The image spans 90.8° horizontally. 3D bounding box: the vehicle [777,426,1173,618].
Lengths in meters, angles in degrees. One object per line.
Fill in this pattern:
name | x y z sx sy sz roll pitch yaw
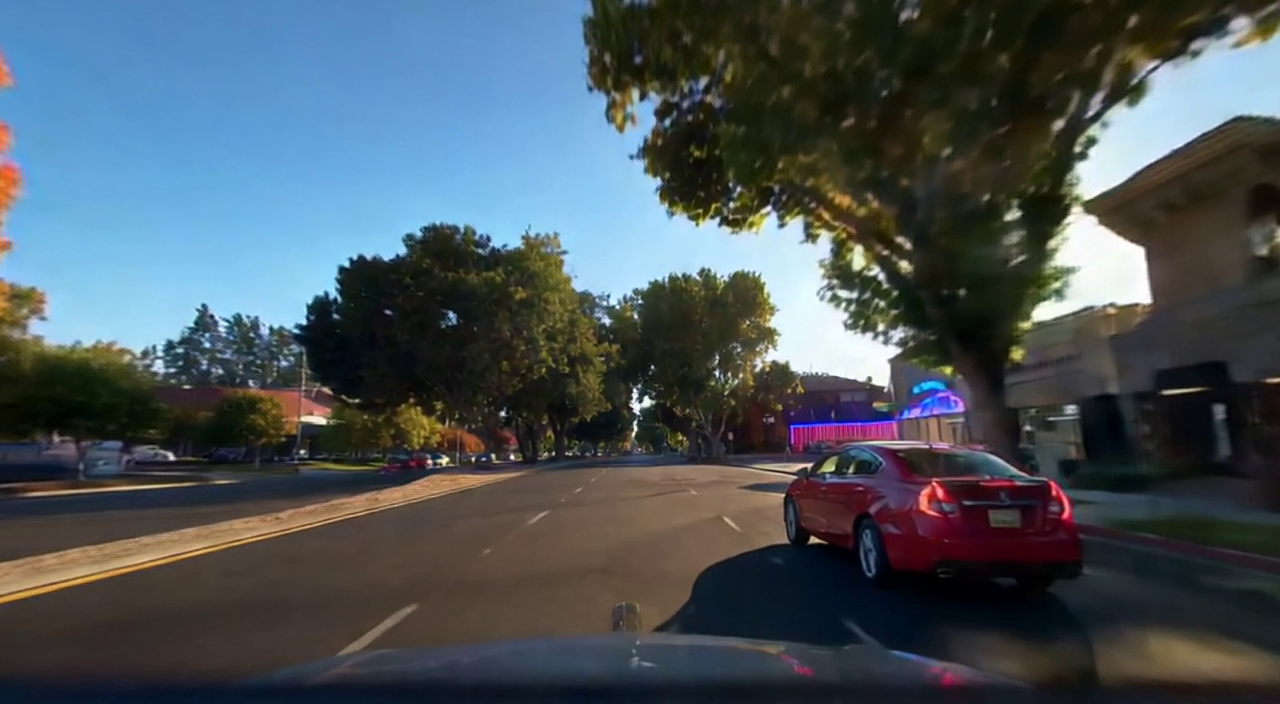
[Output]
vehicle | 3.139 1.673 7.295 2.004 1.470 4.544 0 -8 -1
